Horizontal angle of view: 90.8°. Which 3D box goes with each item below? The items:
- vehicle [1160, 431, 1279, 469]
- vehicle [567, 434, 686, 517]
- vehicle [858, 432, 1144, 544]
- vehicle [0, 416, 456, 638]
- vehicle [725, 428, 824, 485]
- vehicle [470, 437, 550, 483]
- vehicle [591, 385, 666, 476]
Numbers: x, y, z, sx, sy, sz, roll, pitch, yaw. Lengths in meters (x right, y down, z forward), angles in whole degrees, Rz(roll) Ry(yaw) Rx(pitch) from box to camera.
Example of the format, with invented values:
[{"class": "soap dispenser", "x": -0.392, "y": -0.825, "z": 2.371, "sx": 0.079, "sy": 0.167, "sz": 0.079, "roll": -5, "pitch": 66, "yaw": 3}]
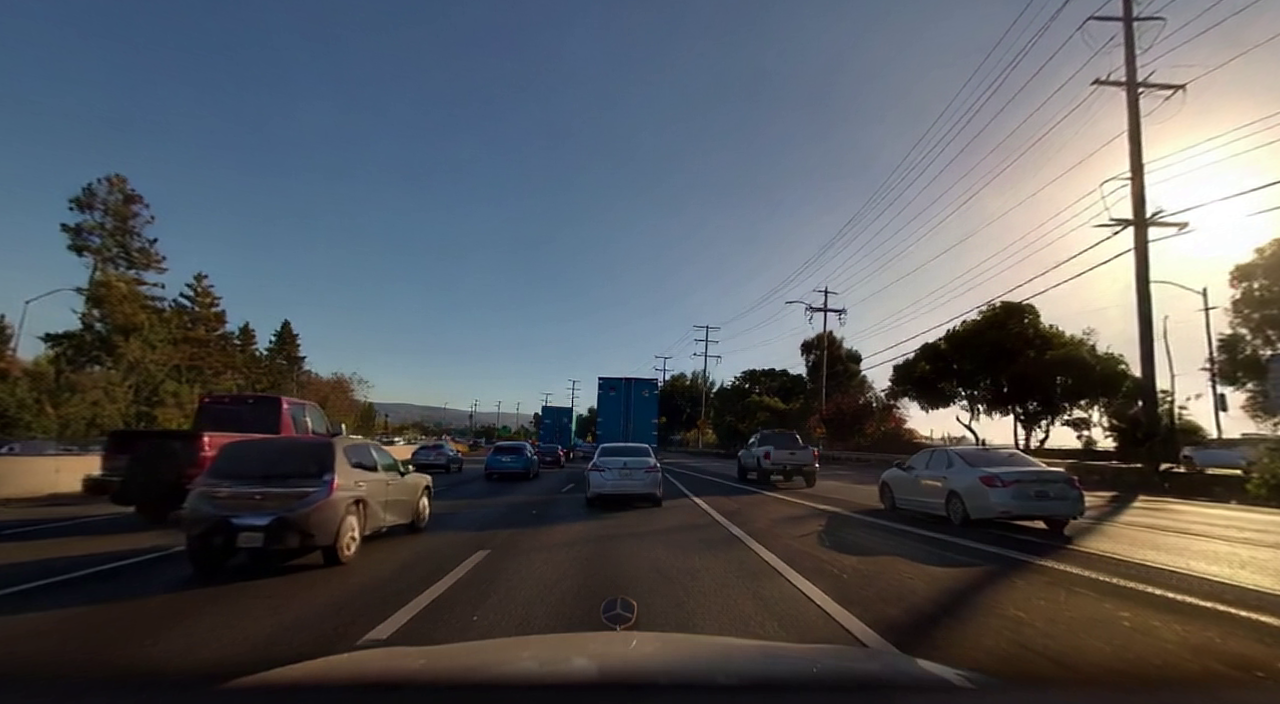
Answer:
[{"class": "vehicle", "x": 28.509, "y": 4.693, "z": 30.414, "sx": 1.991, "sy": 1.655, "sz": 5.330, "roll": 1, "pitch": -9, "yaw": -6}, {"class": "vehicle", "x": -0.331, "y": 2.516, "z": 13.340, "sx": 2.112, "sy": 1.463, "sz": 4.012, "roll": 0, "pitch": -9, "yaw": -3}, {"class": "vehicle", "x": 5.374, "y": 2.054, "z": 10.221, "sx": 1.878, "sy": 1.406, "sz": 4.164, "roll": 1, "pitch": -9, "yaw": -6}, {"class": "vehicle", "x": -3.790, "y": 1.547, "z": 6.725, "sx": 2.235, "sy": 1.472, "sz": 4.860, "roll": 0, "pitch": -9, "yaw": -1}, {"class": "vehicle", "x": 4.287, "y": 3.419, "z": 20.813, "sx": 2.023, "sy": 1.676, "sz": 4.002, "roll": 1, "pitch": -9, "yaw": -6}, {"class": "vehicle", "x": -4.531, "y": 3.874, "z": 22.895, "sx": 1.960, "sy": 1.450, "sz": 5.246, "roll": 0, "pitch": -9, "yaw": -2}, {"class": "vehicle", "x": -0.695, "y": 3.674, "z": 28.829, "sx": 2.909, "sy": 3.518, "sz": 8.262, "roll": 0, "pitch": -9, "yaw": -3}]
